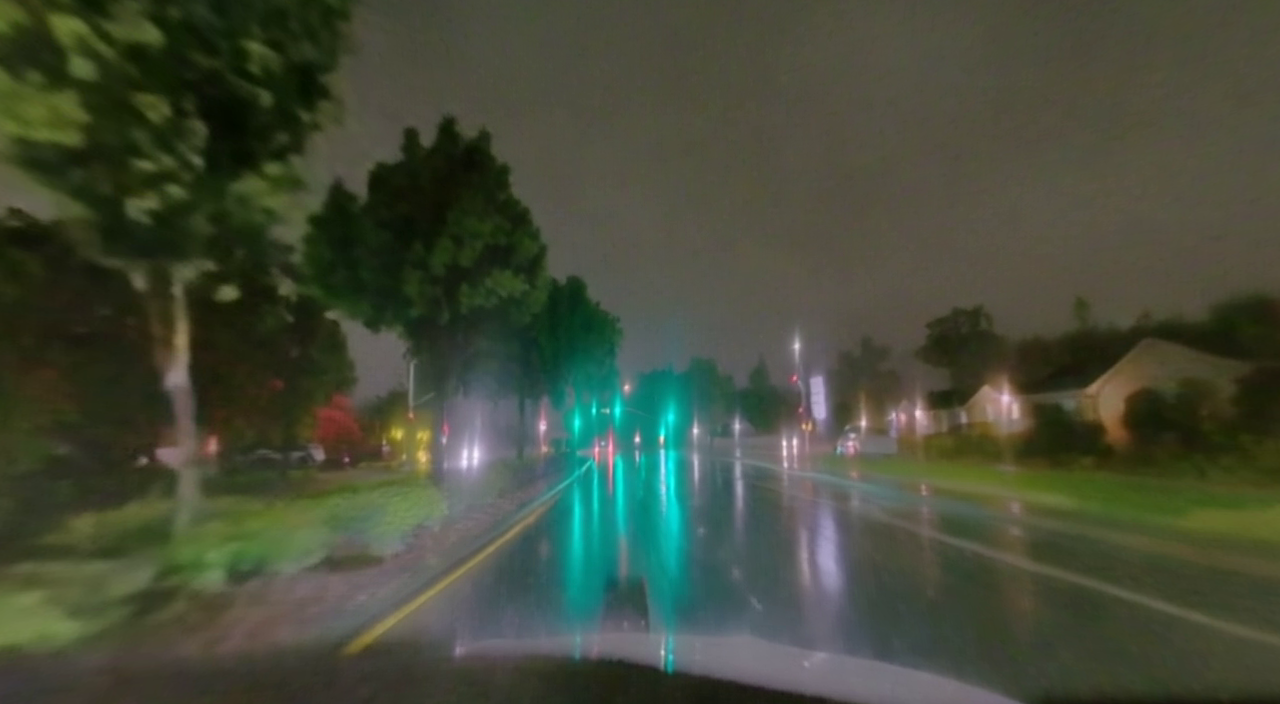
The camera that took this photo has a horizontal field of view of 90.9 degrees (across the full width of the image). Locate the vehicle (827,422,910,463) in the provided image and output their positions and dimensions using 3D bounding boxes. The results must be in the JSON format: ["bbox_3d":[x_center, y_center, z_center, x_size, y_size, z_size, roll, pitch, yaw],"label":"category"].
[{"bbox_3d":[10.846,4.372,30.428,2.145,1.795,4.992,0,-8,0],"label":"vehicle"}]

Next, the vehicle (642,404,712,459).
[{"bbox_3d":[2.221,5.731,44.259,3.037,3.261,12.926,0,-8,-5],"label":"vehicle"}]

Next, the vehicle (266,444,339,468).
[{"bbox_3d":[-25.049,7.727,46.943,4.348,1.653,1.948,1,-9,-12],"label":"vehicle"}]

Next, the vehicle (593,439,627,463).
[{"bbox_3d":[-1.974,6.393,40.946,2.113,1.462,4.203,0,-8,-4],"label":"vehicle"}]
